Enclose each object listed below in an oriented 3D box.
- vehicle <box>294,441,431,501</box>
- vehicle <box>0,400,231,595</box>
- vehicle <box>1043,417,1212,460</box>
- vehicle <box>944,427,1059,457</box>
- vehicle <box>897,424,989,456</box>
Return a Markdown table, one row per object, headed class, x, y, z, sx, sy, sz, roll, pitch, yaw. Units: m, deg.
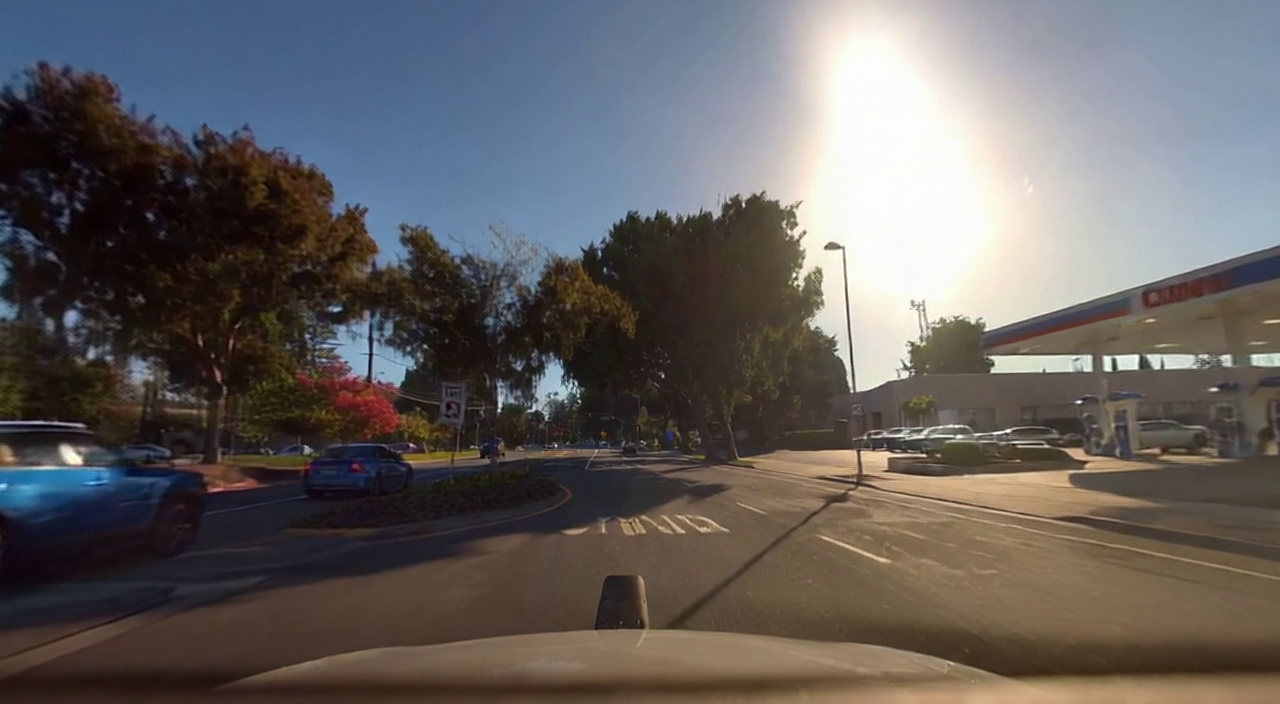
| class | x | y | z | sx | sy | sz | roll | pitch | yaw |
| --- | --- | --- | --- | --- | --- | --- | --- | --- | --- |
| vehicle | -7.554 | 3.258 | 17.778 | 1.982 | 1.465 | 4.376 | 0 | -9 | -2 |
| vehicle | -6.857 | 1.494 | 6.878 | 1.987 | 1.747 | 4.545 | 0 | -9 | -4 |
| vehicle | 19.207 | 3.445 | 25.064 | 4.868 | 1.610 | 2.223 | 0 | -9 | -2 |
| vehicle | 18.725 | 4.693 | 32.856 | 4.800 | 1.459 | 2.051 | 1 | -9 | -4 |
| vehicle | 18.015 | 5.225 | 37.694 | 4.422 | 1.586 | 1.990 | -2 | -7 | -3 |
